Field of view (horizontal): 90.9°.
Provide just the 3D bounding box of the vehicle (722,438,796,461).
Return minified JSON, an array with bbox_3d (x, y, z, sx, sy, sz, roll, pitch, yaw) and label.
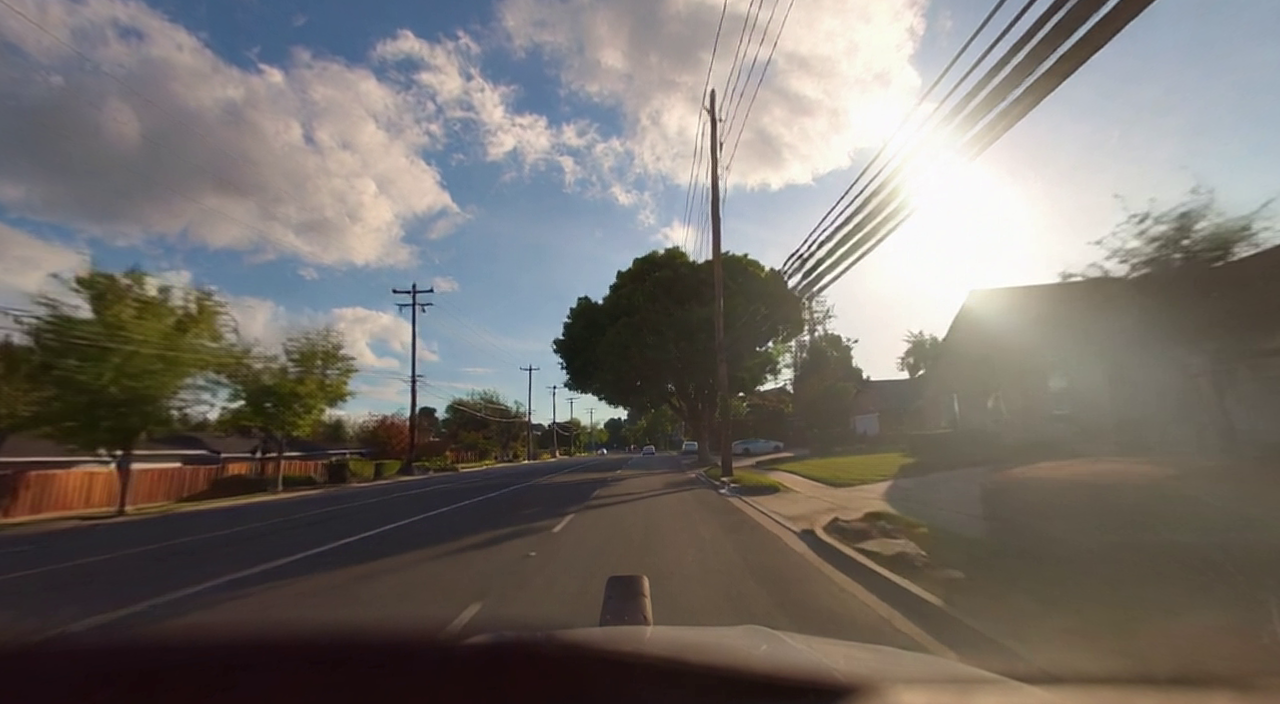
[{"bbox_3d":[8.192,6.765,43.737,4.719,1.556,1.869,0,-9,0],"label":"vehicle"}]
